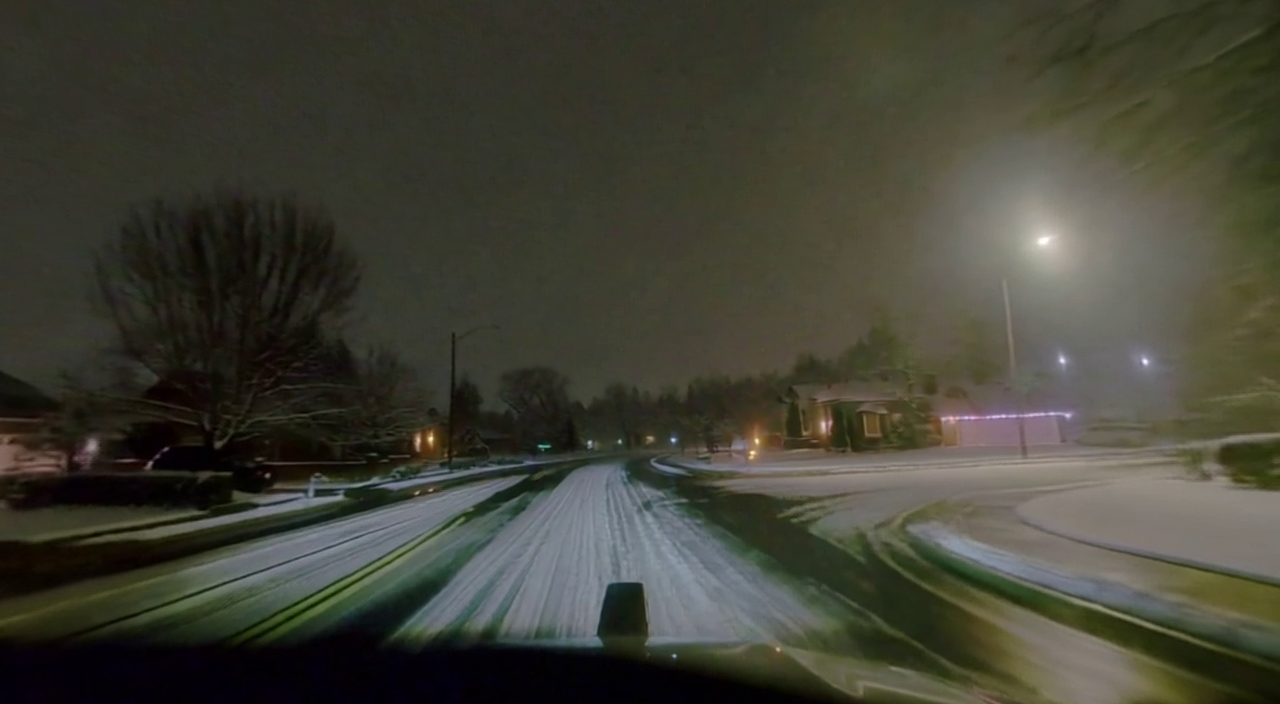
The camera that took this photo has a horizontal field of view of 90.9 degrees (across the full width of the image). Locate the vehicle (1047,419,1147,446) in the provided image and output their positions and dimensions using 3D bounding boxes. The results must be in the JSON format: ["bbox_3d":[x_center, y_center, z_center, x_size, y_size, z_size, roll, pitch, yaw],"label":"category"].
[{"bbox_3d":[26.974,4.844,37.462,1.845,1.450,4.991,2,-8,-7],"label":"vehicle"}]

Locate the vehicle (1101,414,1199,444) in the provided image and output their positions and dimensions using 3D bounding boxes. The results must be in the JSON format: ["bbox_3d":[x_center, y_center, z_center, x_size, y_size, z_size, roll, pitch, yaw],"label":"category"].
[{"bbox_3d":[30.179,4.645,37.481,1.794,1.635,4.469,-1,-8,-5],"label":"vehicle"}]

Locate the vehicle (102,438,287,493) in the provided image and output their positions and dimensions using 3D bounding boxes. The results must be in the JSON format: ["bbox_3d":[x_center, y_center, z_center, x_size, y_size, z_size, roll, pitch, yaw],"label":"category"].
[{"bbox_3d":[-15.633,3.981,22.395,4.837,1.785,2.115,0,-8,-5],"label":"vehicle"}]
